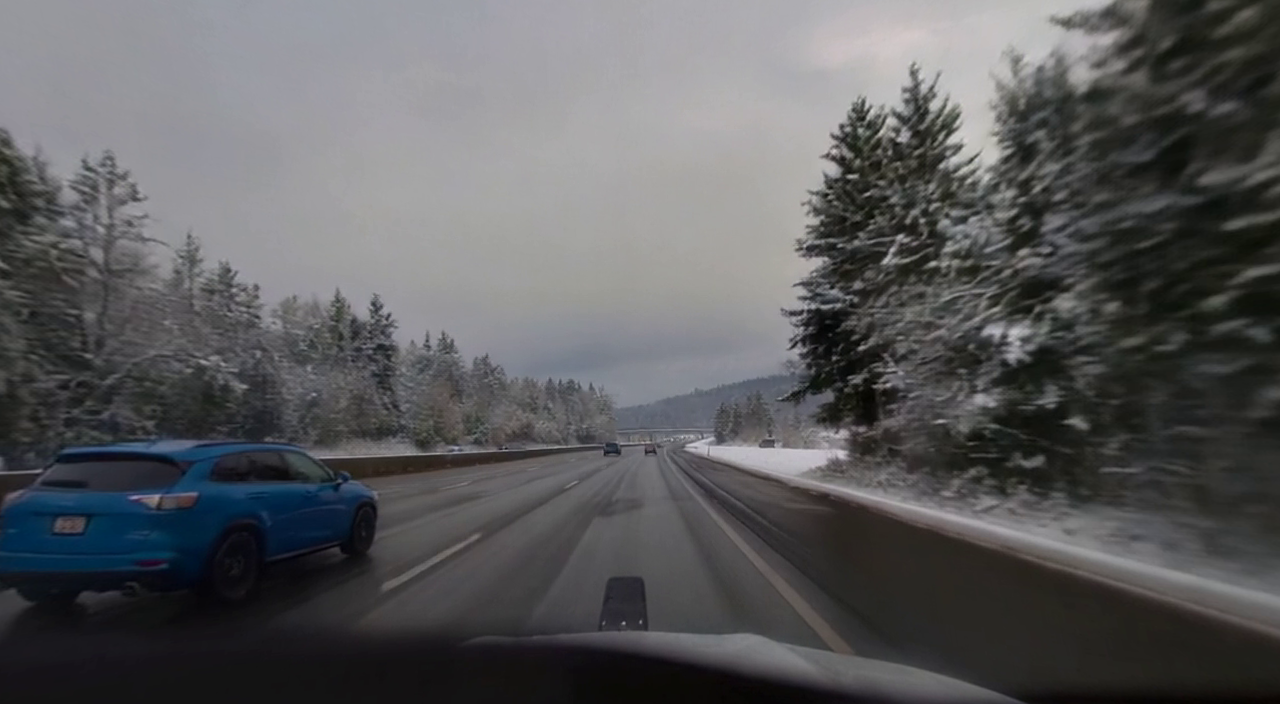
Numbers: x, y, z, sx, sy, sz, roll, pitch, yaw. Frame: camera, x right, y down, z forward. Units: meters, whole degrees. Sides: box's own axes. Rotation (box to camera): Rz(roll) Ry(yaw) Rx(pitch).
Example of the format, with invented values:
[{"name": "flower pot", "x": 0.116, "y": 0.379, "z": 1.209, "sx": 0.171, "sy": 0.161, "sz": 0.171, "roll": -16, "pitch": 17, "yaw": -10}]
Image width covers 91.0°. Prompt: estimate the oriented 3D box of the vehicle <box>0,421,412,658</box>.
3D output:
[{"name": "vehicle", "x": -4.137, "y": 1.500, "z": 6.230, "sx": 1.996, "sy": 1.454, "sz": 4.495, "roll": 0, "pitch": -8, "yaw": 1}]
